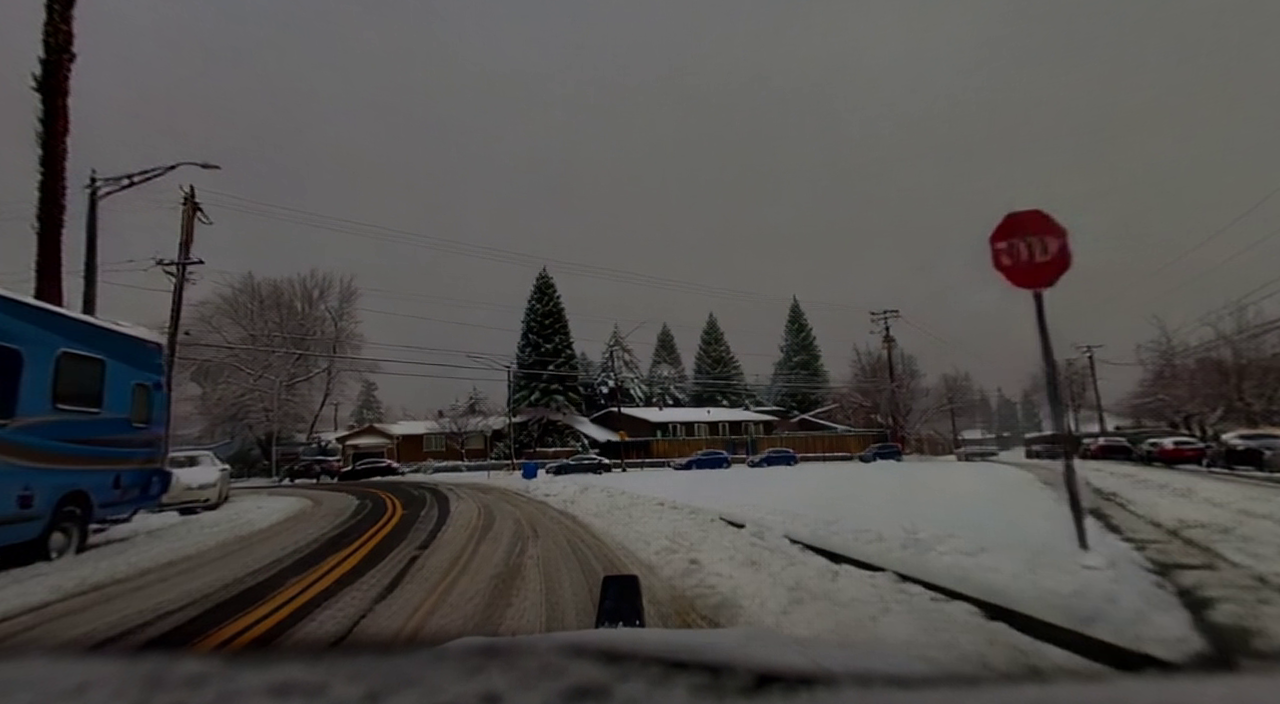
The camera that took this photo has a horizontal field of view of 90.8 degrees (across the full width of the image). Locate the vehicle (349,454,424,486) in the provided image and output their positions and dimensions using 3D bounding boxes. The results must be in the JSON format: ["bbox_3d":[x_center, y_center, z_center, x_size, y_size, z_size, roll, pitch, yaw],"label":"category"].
[{"bbox_3d":[-16.795,7.791,41.850,4.586,1.784,1.890,-3,-6,25],"label":"vehicle"}]

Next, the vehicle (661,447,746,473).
[{"bbox_3d":[3.970,6.783,39.769,4.952,1.472,1.837,2,-7,-13],"label":"vehicle"}]

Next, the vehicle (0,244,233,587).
[{"bbox_3d":[-8.546,0.682,6.573,3.216,3.720,11.364,1,-6,-12],"label":"vehicle"}]

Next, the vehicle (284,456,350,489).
[{"bbox_3d":[-23.356,8.656,45.602,4.844,1.974,2.092,-5,-7,33],"label":"vehicle"}]

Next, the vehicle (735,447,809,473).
[{"bbox_3d":[8.658,7.033,41.336,4.461,1.417,1.781,2,-5,-21],"label":"vehicle"}]

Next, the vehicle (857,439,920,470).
[{"bbox_3d":[18.540,7.562,47.012,4.994,1.898,2.267,4,-7,-41],"label":"vehicle"}]

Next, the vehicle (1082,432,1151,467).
[{"bbox_3d":[31.180,6.335,41.518,2.094,1.992,4.941,-3,-6,19],"label":"vehicle"}]

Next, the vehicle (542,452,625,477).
[{"bbox_3d":[-3.434,6.991,39.229,4.966,1.377,1.739,0,-6,1],"label":"vehicle"}]

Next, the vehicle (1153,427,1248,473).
[{"bbox_3d":[26.790,4.628,30.402,1.974,1.894,4.810,-3,-6,24],"label":"vehicle"}]
